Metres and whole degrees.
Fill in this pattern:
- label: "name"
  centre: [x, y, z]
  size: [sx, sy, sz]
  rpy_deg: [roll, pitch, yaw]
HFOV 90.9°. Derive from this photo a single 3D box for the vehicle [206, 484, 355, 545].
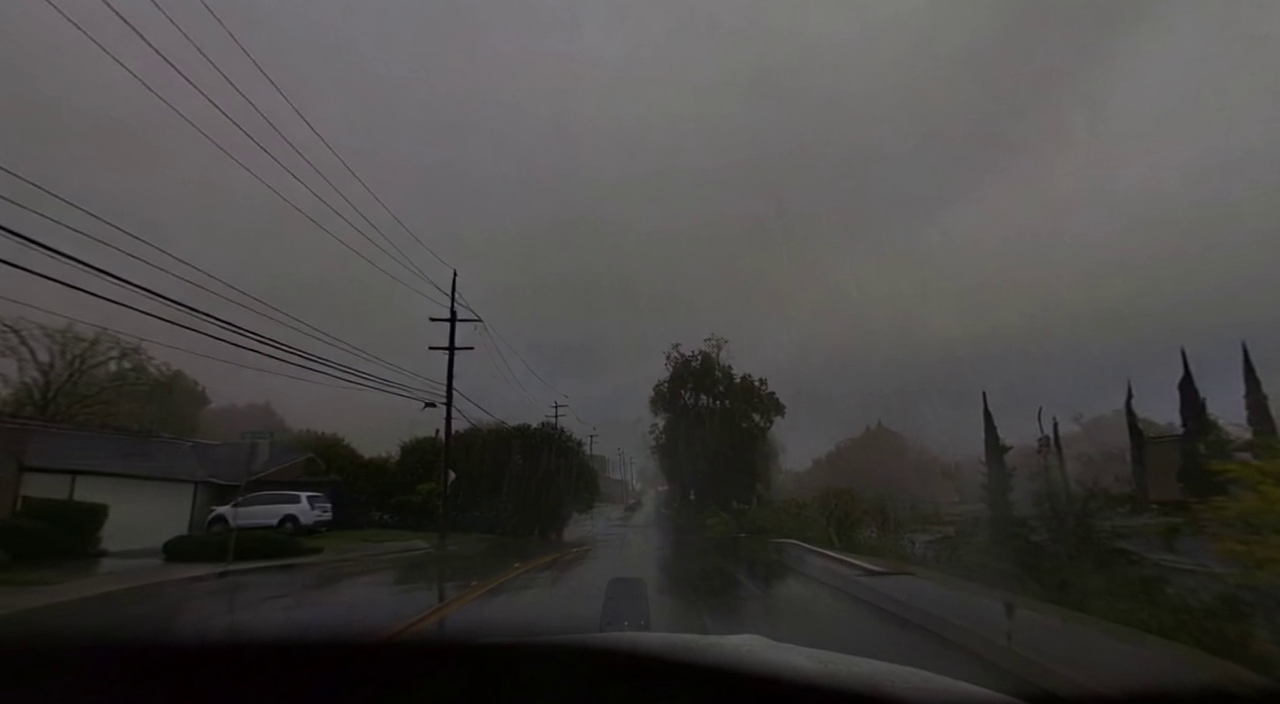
- label: "vehicle"
  centre: [-16.323, 7.393, 29.274]
  size: [2.301, 2.081, 6.706]
  rpy_deg: [-3, -10, 8]
